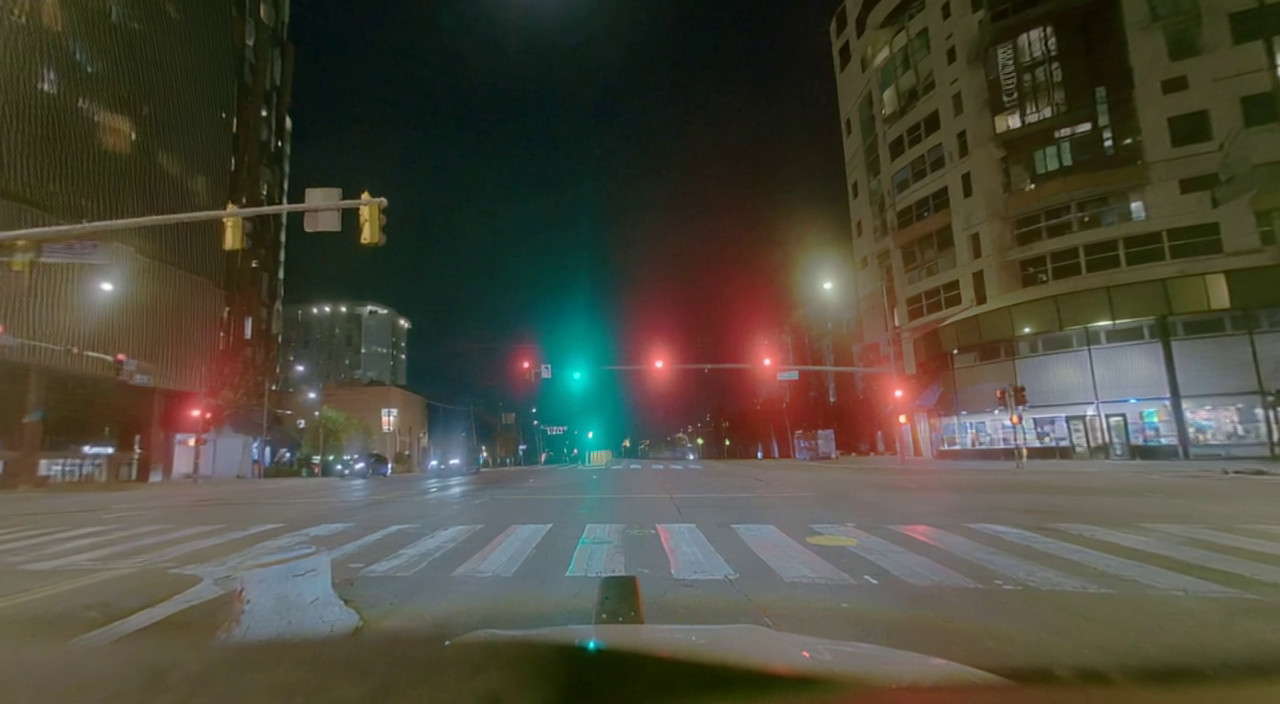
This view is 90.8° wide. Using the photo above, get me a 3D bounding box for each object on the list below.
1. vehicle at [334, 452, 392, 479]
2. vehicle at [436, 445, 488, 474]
[{"bbox_3d":[-18.849,7.737,43.214,1.933,1.664,4.255,0,-9,1],"label":"vehicle"},{"bbox_3d":[-12.183,7.383,43.641,2.151,1.847,4.634,0,-9,1],"label":"vehicle"}]
